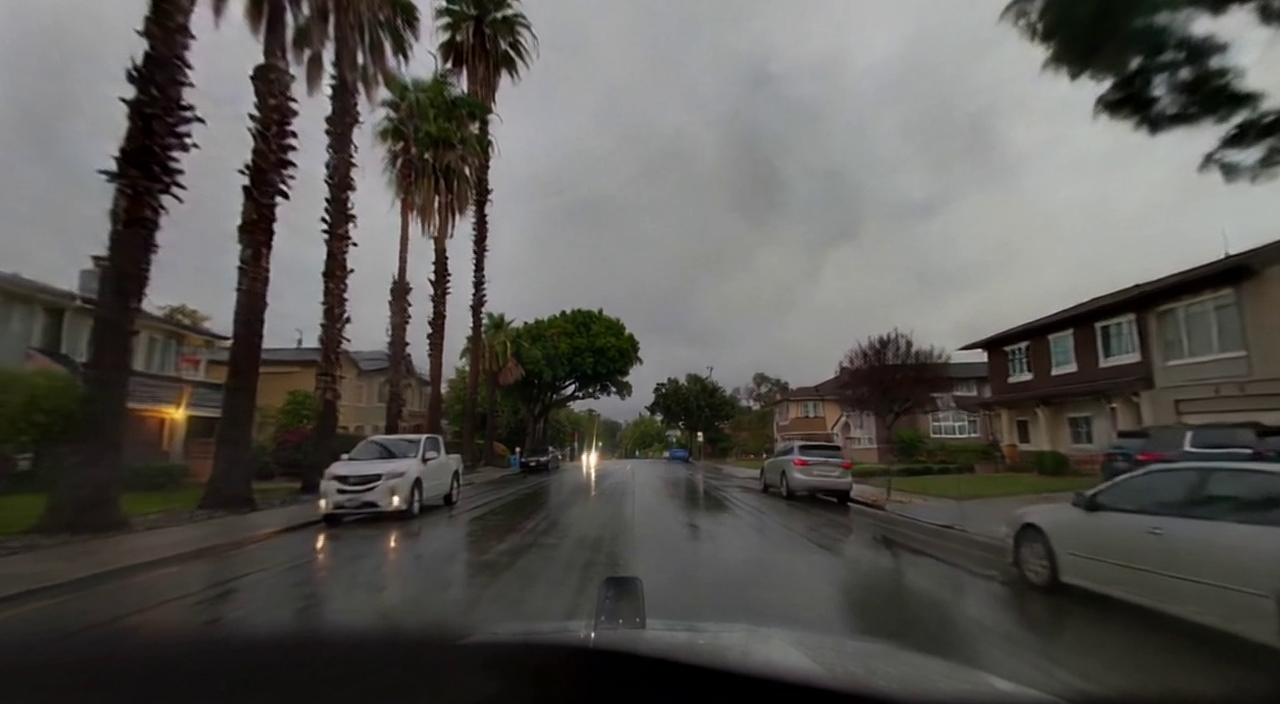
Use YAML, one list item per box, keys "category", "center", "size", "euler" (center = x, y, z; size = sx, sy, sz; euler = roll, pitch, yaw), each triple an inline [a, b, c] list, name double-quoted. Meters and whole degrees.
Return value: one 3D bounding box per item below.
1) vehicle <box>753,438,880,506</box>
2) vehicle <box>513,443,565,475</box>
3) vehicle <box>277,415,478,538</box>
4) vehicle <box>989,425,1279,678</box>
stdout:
- category: "vehicle"
  center: [4.504, 3.117, 16.939]
  size: [1.991, 1.554, 4.501]
  euler: [0, -9, -1]
- category: "vehicle"
  center: [-5.508, 5.902, 35.080]
  size: [2.079, 1.486, 4.877]
  euler: [-3, -8, -1]
- category: "vehicle"
  center: [-4.861, 2.371, 12.737]
  size: [2.149, 1.877, 5.082]
  euler: [-1, -9, -4]
- category: "vehicle"
  center: [4.815, 1.389, 4.642]
  size: [2.056, 1.464, 4.493]
  euler: [5, -9, 1]
